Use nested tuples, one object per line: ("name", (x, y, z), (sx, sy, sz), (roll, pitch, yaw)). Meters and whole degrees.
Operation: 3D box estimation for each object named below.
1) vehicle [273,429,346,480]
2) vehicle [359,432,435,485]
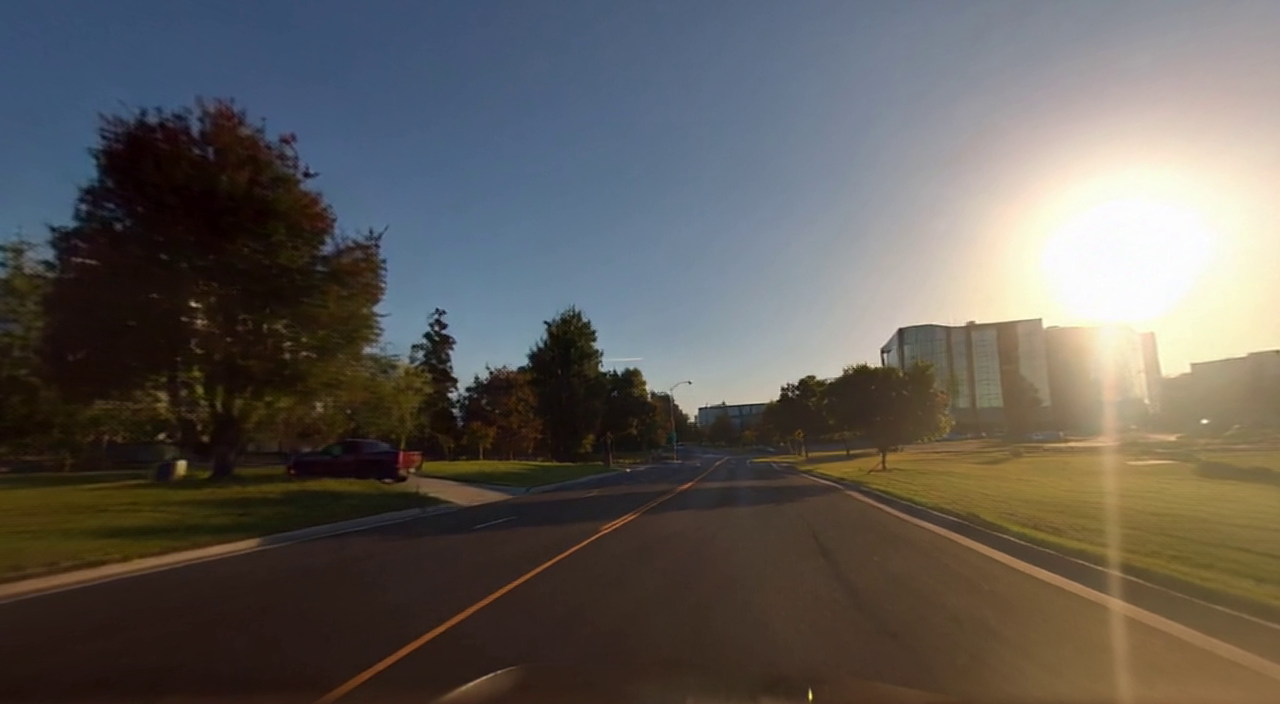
("vehicle", (-12.828, 3.971, 24.610), (2.192, 1.740, 4.521), (4, -10, -26))
("vehicle", (-9.203, 4.111, 24.344), (2.244, 1.796, 5.170), (3, -10, -16))
